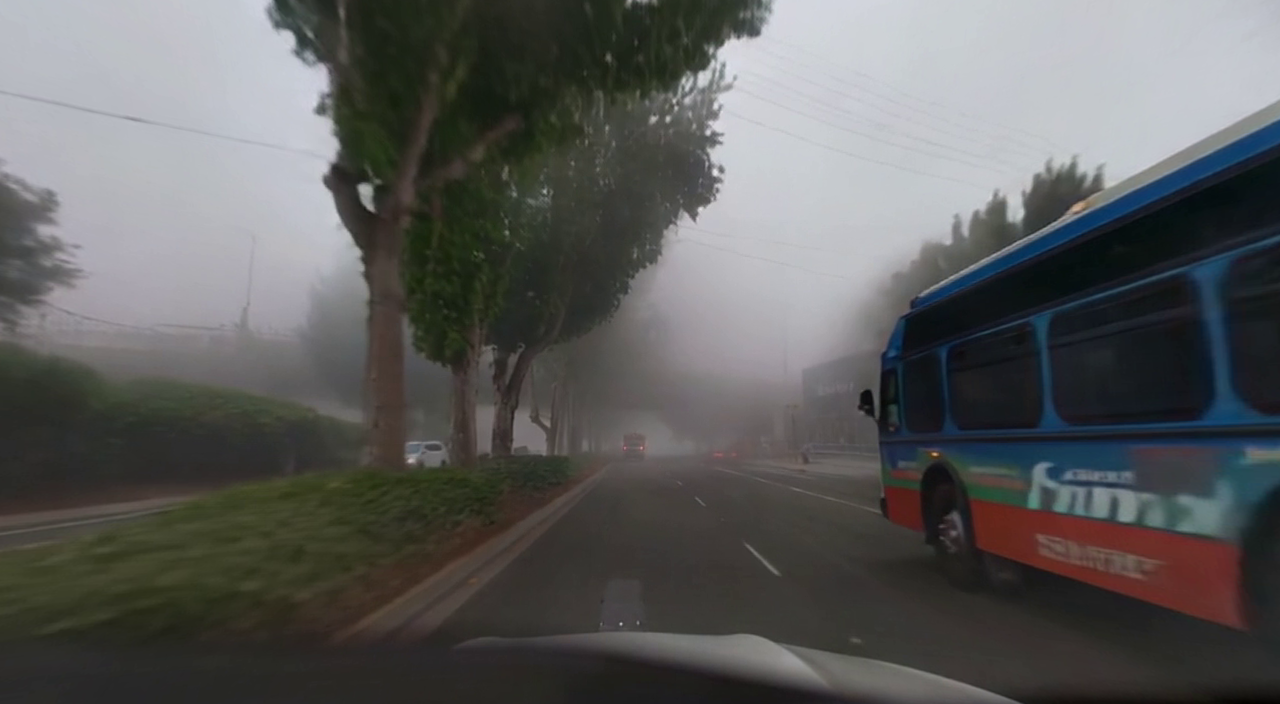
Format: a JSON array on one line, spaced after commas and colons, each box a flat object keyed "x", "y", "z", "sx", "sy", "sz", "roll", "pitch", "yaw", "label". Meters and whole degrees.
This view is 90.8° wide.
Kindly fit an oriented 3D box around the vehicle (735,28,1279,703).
[{"x": 4.115, "y": 0.946, "z": 8.156, "sx": 3.043, "sy": 3.162, "sz": 13.806, "roll": 0, "pitch": -8, "yaw": -3, "label": "vehicle"}]
